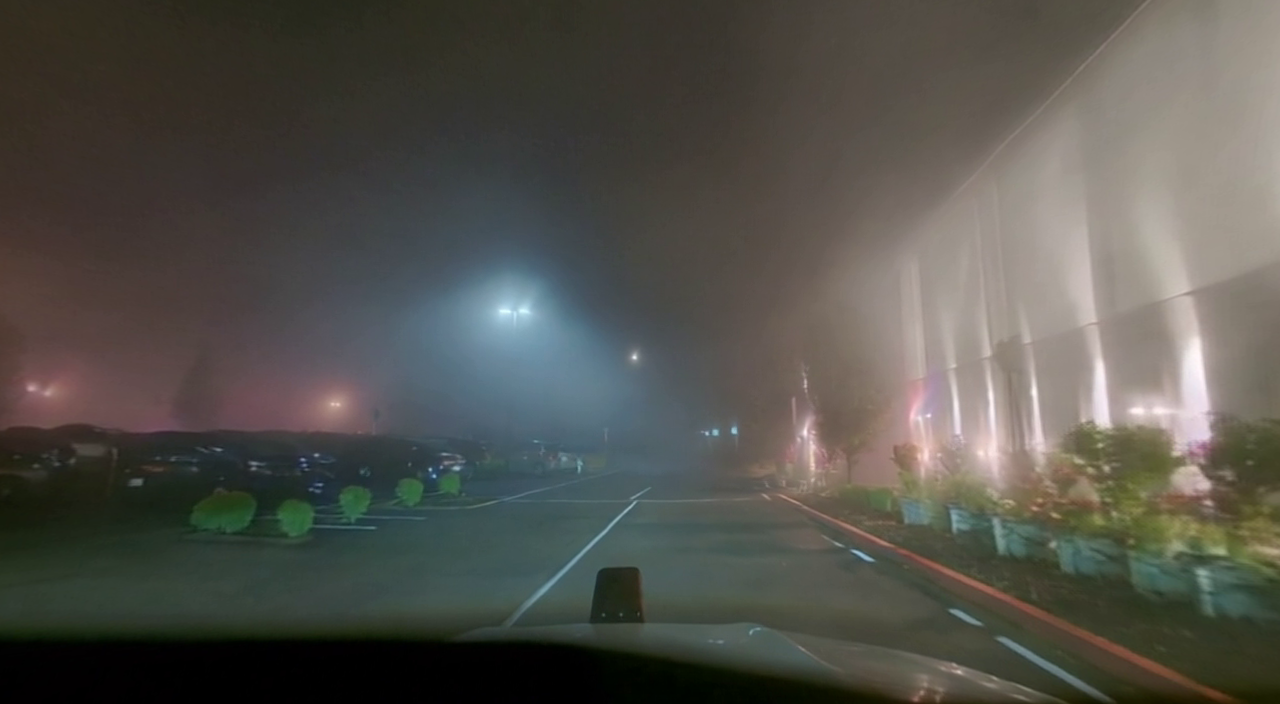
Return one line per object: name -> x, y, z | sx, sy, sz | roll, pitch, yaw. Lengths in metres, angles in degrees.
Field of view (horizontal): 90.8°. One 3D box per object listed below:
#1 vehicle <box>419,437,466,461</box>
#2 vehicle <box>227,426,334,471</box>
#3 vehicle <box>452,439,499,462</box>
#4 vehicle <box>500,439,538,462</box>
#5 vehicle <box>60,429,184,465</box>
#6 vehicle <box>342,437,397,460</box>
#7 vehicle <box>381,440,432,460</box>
vehicle -> -14.906, 7.362, 47.832 | 1.902, 1.645, 3.903 | 0, -10, 6
vehicle -> -16.670, 4.499, 29.627 | 1.972, 1.923, 4.535 | -1, -9, 5
vehicle -> -12.337, 7.409, 47.585 | 1.928, 1.613, 4.197 | -1, -9, 8
vehicle -> -9.176, 7.504, 48.156 | 1.892, 1.597, 4.259 | 0, -9, 3
vehicle -> -24.528, 4.532, 30.182 | 1.876, 1.591, 4.470 | -1, -9, 5
vehicle -> -20.623, 7.361, 48.267 | 1.773, 1.498, 4.085 | 3, -8, 10
vehicle -> -17.696, 7.427, 48.032 | 1.909, 1.474, 3.908 | -1, -9, 8
